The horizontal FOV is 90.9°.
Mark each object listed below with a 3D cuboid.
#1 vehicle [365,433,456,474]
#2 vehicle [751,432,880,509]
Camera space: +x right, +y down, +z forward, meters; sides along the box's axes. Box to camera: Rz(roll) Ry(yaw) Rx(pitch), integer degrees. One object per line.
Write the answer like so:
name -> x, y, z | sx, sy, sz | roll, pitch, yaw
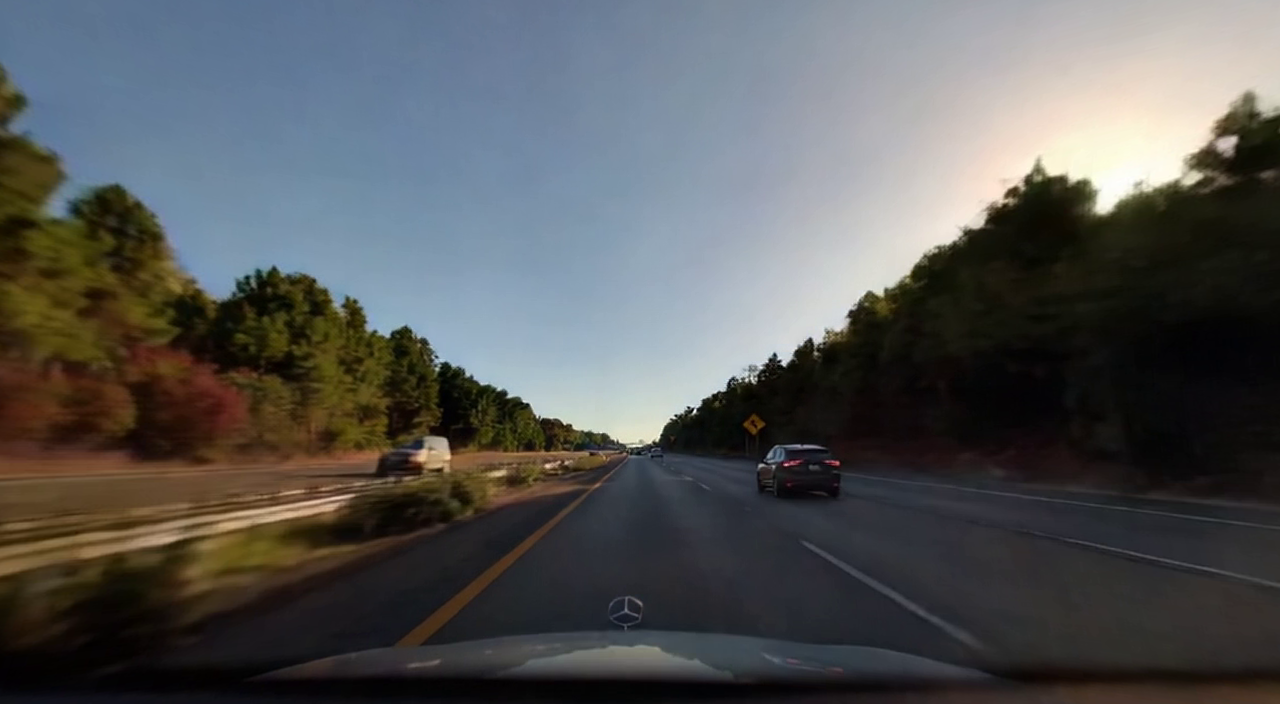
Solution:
vehicle -> -8.784, 3.943, 24.505 | 1.901, 1.429, 4.395 | 0, -9, 0
vehicle -> 4.240, 2.938, 16.066 | 1.933, 1.663, 4.440 | 0, -9, -1
